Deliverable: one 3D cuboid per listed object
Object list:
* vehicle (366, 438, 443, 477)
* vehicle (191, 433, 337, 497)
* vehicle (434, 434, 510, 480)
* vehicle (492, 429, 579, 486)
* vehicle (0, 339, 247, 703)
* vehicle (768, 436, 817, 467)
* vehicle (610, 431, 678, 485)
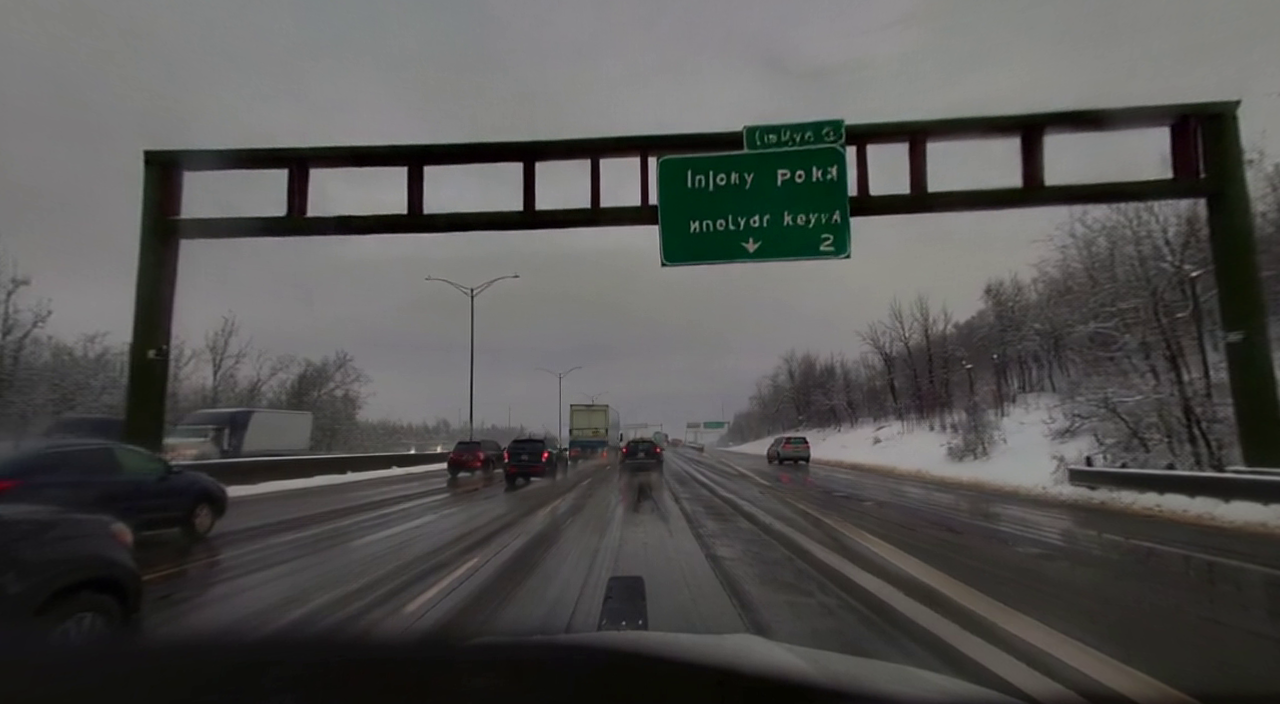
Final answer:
[{"bbox_3d":[-10.824,4.865,29.293,1.894,1.669,4.251,0,-8,0],"label":"vehicle"},{"bbox_3d":[-10.983,3.303,18.810,1.863,1.696,3.885,0,-8,1],"label":"vehicle"},{"bbox_3d":[-6.963,4.381,26.632,1.998,1.770,4.222,0,-8,1],"label":"vehicle"},{"bbox_3d":[-3.527,3.675,22.208,2.125,1.792,4.466,0,-8,2],"label":"vehicle"},{"bbox_3d":[-3.449,0.699,1.489,2.209,1.711,4.296,0,-8,1],"label":"vehicle"},{"bbox_3d":[9.043,5.949,37.788,2.026,1.718,4.522,-1,-8,3],"label":"vehicle"},{"bbox_3d":[0.149,3.705,22.330,2.180,1.716,3.920,0,-8,1],"label":"vehicle"}]
